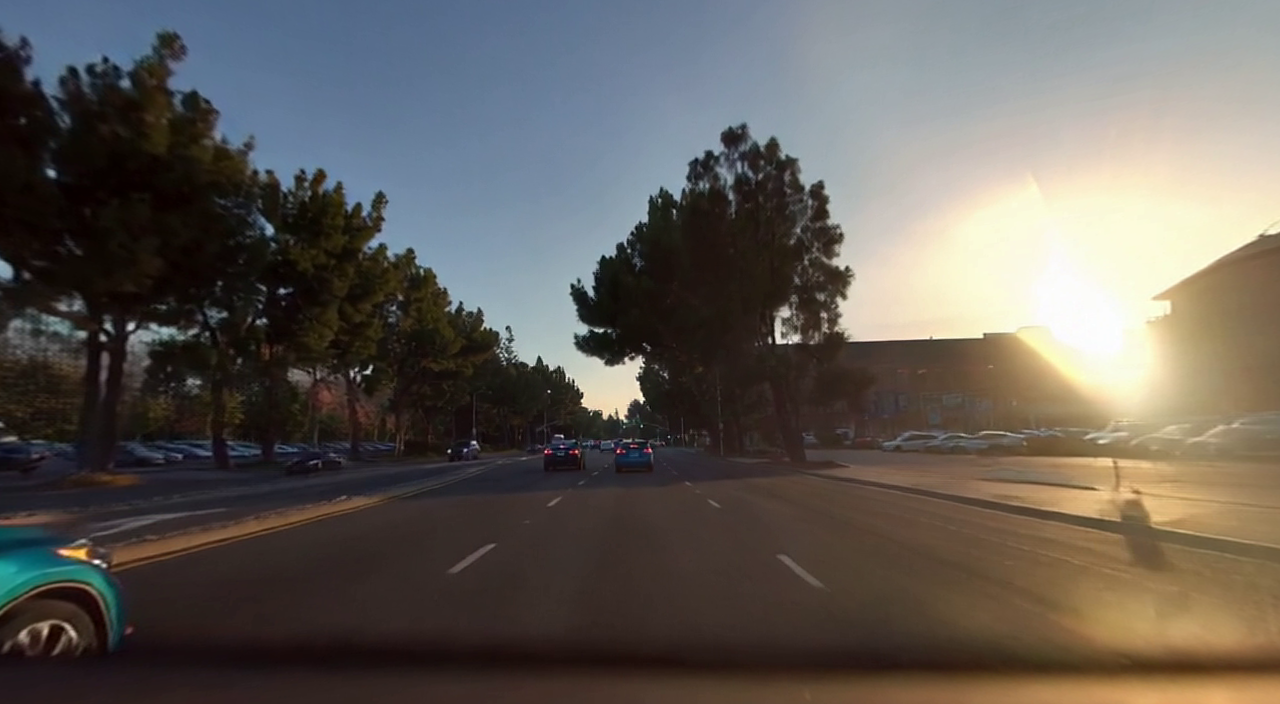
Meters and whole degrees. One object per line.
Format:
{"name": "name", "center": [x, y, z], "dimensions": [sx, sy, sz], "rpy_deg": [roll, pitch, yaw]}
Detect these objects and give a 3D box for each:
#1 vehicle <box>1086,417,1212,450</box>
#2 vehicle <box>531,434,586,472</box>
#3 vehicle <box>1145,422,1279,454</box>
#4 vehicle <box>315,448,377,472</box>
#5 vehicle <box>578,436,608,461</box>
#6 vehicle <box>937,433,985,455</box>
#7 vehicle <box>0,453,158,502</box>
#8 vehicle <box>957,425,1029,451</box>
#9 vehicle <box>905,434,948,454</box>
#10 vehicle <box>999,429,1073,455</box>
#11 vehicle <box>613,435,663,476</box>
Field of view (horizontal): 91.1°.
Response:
{"name": "vehicle", "center": [30.297, 4.876, 37.514], "dimensions": [5.405, 1.896, 2.219], "rpy_deg": [-1, -8, 3]}
{"name": "vehicle", "center": [-3.970, 5.024, 31.318], "dimensions": [2.113, 1.713, 4.422], "rpy_deg": [0, -8, 0]}
{"name": "vehicle", "center": [29.851, 4.496, 32.676], "dimensions": [5.212, 1.538, 2.086], "rpy_deg": [-1, -9, 2]}
{"name": "vehicle", "center": [-19.691, 7.234, 42.275], "dimensions": [2.039, 1.497, 4.561], "rpy_deg": [0, -8, 0]}
{"name": "vehicle", "center": [-3.657, 7.632, 49.679], "dimensions": [2.047, 1.810, 4.414], "rpy_deg": [0, -8, 0]}
{"name": "vehicle", "center": [22.333, 6.385, 43.783], "dimensions": [1.487, 1.361, 3.317], "rpy_deg": [-1, -6, -1]}
{"name": "vehicle", "center": [-19.897, 4.367, 22.264], "dimensions": [1.994, 1.475, 4.521], "rpy_deg": [0, -8, 0]}
{"name": "vehicle", "center": [24.521, 6.059, 43.839], "dimensions": [2.079, 1.656, 4.564], "rpy_deg": [0, -10, -4]}
{"name": "vehicle", "center": [19.961, 6.427, 43.849], "dimensions": [1.466, 1.357, 3.288], "rpy_deg": [-1, -9, 1]}
{"name": "vehicle", "center": [26.790, 6.083, 42.673], "dimensions": [2.036, 1.668, 4.285], "rpy_deg": [1, -7, -4]}
{"name": "vehicle", "center": [-0.092, 4.508, 27.597], "dimensions": [2.042, 1.641, 4.187], "rpy_deg": [0, -8, 0]}
